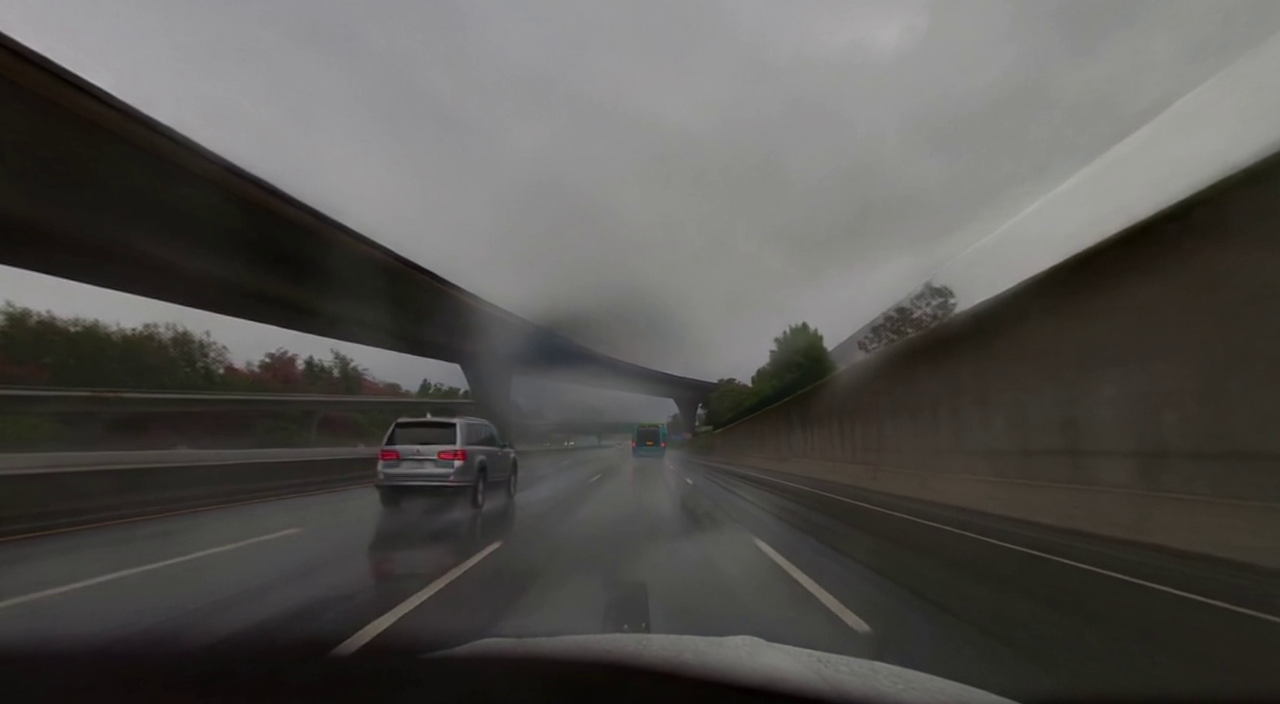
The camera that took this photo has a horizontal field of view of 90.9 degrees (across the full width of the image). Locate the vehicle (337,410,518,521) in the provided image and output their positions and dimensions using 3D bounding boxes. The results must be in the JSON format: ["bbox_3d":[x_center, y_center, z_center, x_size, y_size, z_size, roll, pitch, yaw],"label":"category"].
[{"bbox_3d":[-4.188,2.344,13.501,2.147,1.918,4.834,0,-9,1],"label":"vehicle"}]

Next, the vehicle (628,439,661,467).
[{"bbox_3d":[0.280,6.558,40.913,2.052,1.711,4.223,0,-9,0],"label":"vehicle"}]

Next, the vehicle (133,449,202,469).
[{"bbox_3d":[-36.360,8.236,48.662,1.877,1.461,4.378,0,-9,0],"label":"vehicle"}]
